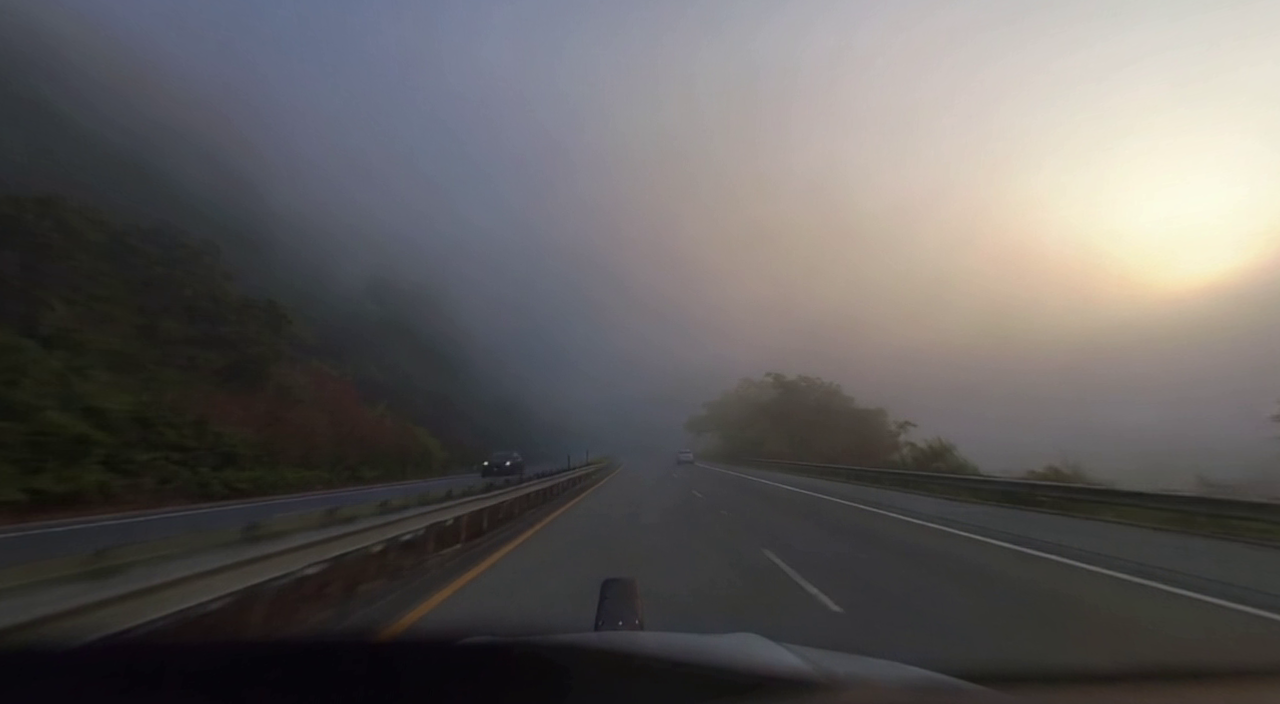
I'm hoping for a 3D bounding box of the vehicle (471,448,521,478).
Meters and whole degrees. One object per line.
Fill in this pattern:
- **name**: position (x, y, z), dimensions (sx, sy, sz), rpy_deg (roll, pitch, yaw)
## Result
- **vehicle**: position (-9.220, 7.156, 40.922), dimensions (2.177, 1.747, 4.436), rpy_deg (0, -8, 0)
